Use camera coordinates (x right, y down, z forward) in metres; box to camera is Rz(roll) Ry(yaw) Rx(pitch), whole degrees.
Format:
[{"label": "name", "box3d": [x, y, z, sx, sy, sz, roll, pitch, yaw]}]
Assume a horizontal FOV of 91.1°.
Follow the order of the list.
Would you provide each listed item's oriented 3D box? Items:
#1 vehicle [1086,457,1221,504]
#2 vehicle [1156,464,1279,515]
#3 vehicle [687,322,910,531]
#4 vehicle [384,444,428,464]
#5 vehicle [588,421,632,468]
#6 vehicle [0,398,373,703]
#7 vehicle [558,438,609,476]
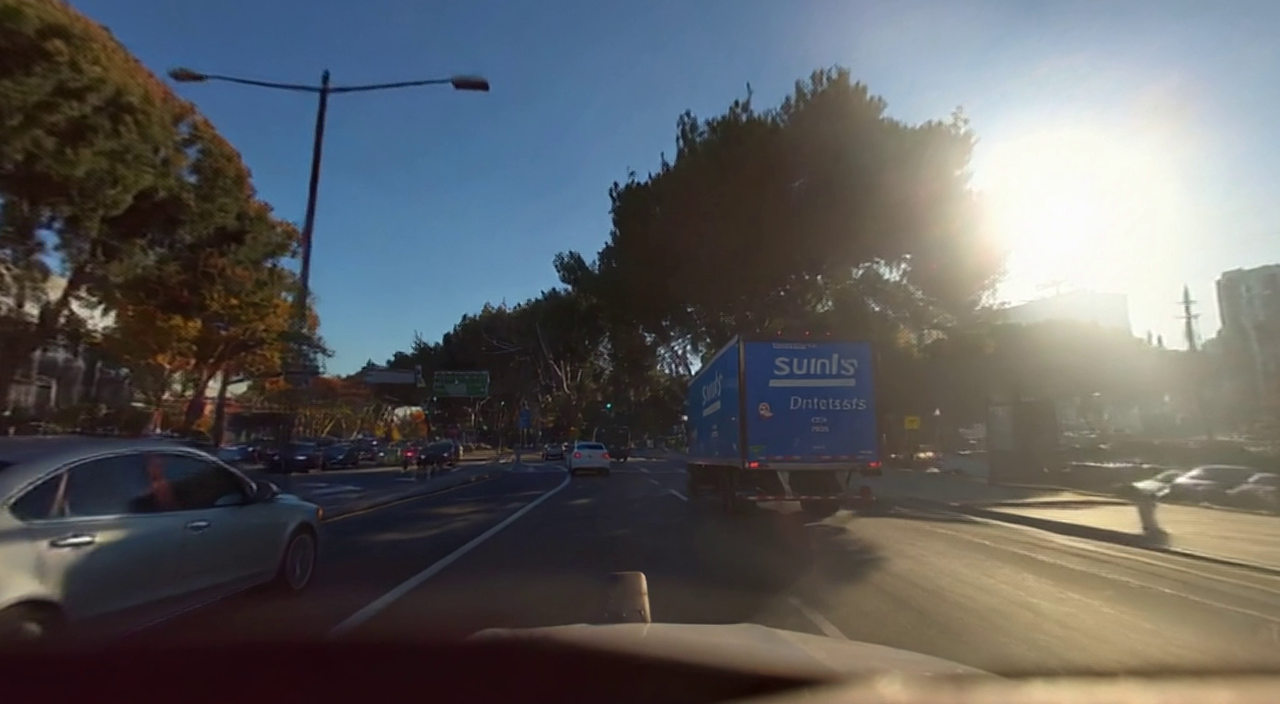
[{"label": "vehicle", "box3d": [19.982, 4.923, 24.428, 4.581, 1.612, 2.083, 4, -9, -24]}, {"label": "vehicle", "box3d": [20.811, 4.723, 21.907, 4.684, 1.477, 2.079, 3, -9, -20]}, {"label": "vehicle", "box3d": [3.061, 1.889, 15.235, 2.905, 3.644, 8.441, 0, -9, -2]}, {"label": "vehicle", "box3d": [-17.930, 7.819, 48.297, 2.015, 1.465, 4.723, 1, -9, -5]}, {"label": "vehicle", "box3d": [-2.380, 6.902, 46.693, 2.837, 3.142, 7.371, 2, -9, -5]}, {"label": "vehicle", "box3d": [-3.611, 1.177, 4.072, 1.828, 1.515, 4.422, 0, -9, 0]}, {"label": "vehicle", "box3d": [-2.995, 5.426, 32.597, 2.388, 1.811, 4.455, 1, -9, -8]}]
